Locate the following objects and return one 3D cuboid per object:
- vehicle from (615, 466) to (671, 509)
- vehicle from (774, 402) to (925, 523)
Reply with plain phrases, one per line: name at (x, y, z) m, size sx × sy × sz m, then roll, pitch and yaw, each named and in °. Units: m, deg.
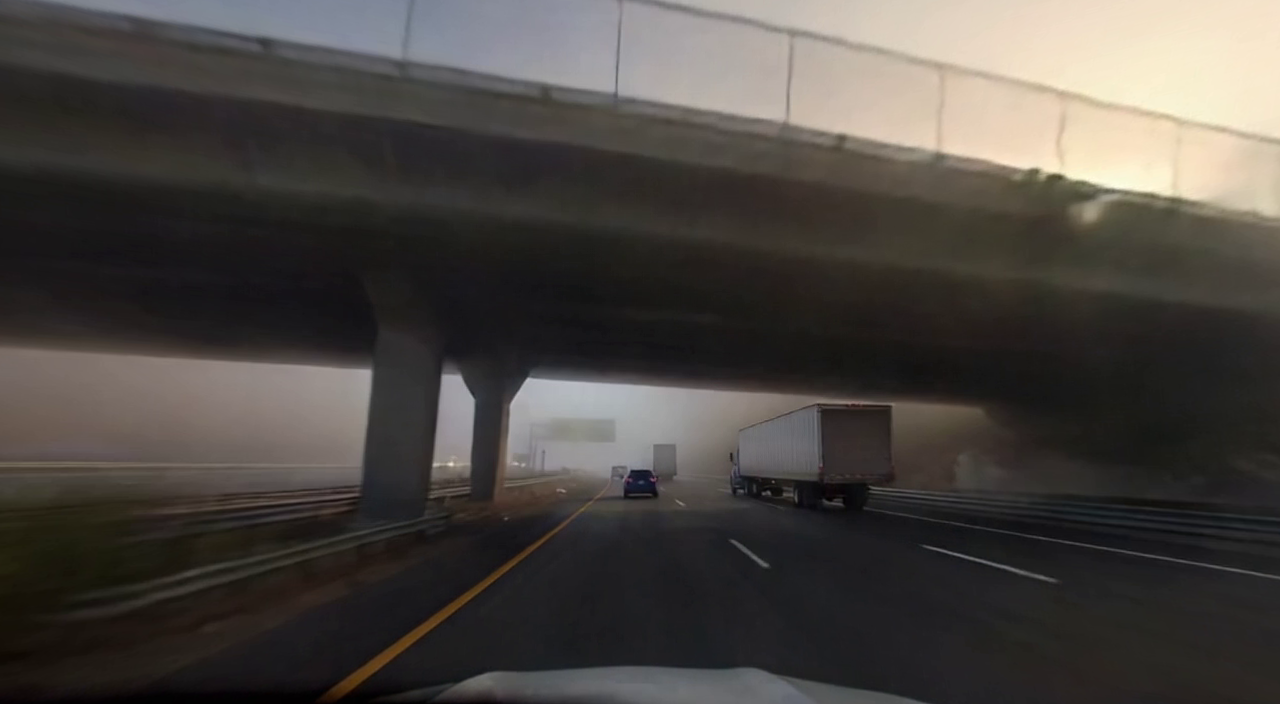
vehicle at (0.130, 5.404, 25.414) m, size 2.067 × 1.552 × 3.601 m, roll 1°, pitch -11°, yaw 0°
vehicle at (7.321, 4.151, 23.561) m, size 2.839 × 3.684 × 8.091 m, roll 1°, pitch -11°, yaw 0°
